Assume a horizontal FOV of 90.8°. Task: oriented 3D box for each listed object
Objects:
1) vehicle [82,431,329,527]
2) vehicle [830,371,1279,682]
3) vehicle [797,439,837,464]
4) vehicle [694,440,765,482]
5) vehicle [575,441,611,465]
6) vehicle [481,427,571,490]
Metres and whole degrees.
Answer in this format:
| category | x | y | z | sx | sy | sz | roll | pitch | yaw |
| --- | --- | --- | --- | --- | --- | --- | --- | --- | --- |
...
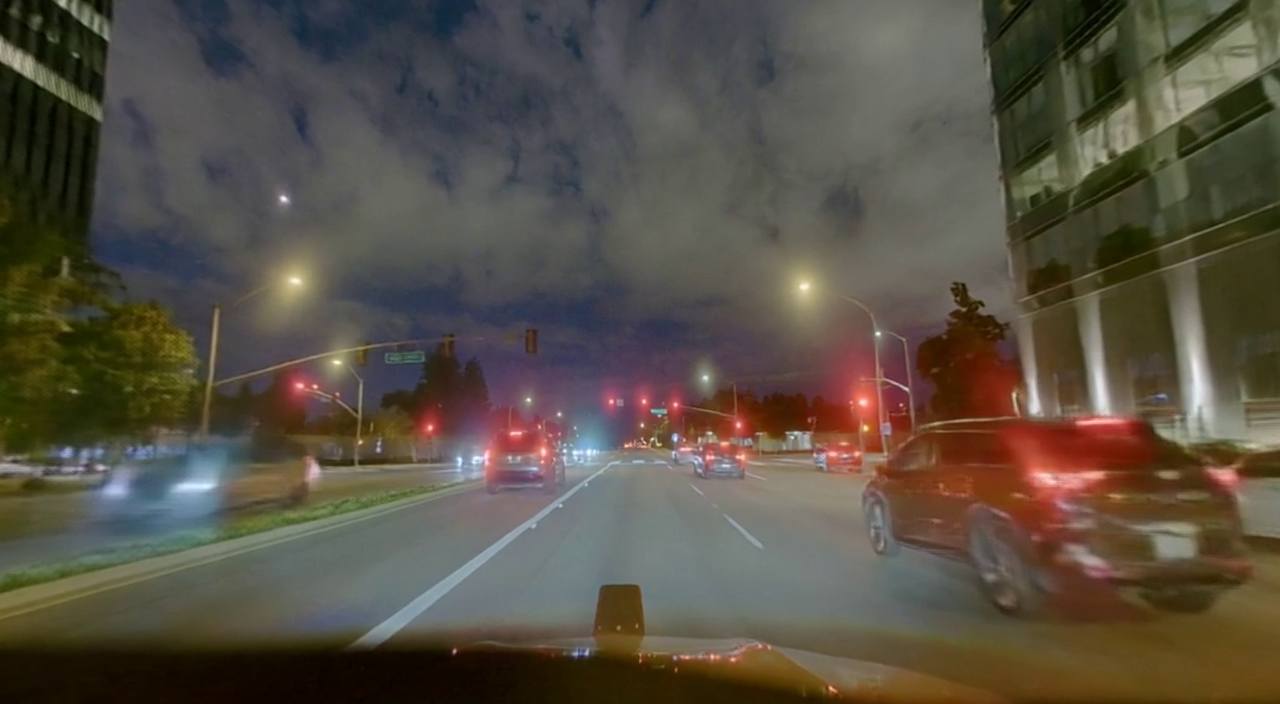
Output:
| category | x | y | z | sx | sy | sz | roll | pitch | yaw |
| --- | --- | --- | --- | --- | --- | --- | --- | --- | --- |
| vehicle | -8.821 | 2.585 | 13.480 | 2.036 | 1.655 | 4.529 | 0 | -8 | 0 |
| vehicle | 3.641 | 1.320 | 5.996 | 2.152 | 1.742 | 4.704 | 0 | -8 | -1 |
| vehicle | 12.053 | 6.703 | 42.746 | 2.173 | 1.614 | 4.335 | -4 | -9 | 20 |
| vehicle | 3.452 | 4.300 | 25.246 | 2.054 | 1.473 | 4.511 | 0 | -8 | -2 |
| vehicle | -3.056 | 6.621 | 41.602 | 2.032 | 1.442 | 4.336 | 0 | -8 | 0 |
| vehicle | -3.562 | 3.418 | 20.563 | 2.155 | 1.797 | 3.989 | -1 | -8 | 1 |
